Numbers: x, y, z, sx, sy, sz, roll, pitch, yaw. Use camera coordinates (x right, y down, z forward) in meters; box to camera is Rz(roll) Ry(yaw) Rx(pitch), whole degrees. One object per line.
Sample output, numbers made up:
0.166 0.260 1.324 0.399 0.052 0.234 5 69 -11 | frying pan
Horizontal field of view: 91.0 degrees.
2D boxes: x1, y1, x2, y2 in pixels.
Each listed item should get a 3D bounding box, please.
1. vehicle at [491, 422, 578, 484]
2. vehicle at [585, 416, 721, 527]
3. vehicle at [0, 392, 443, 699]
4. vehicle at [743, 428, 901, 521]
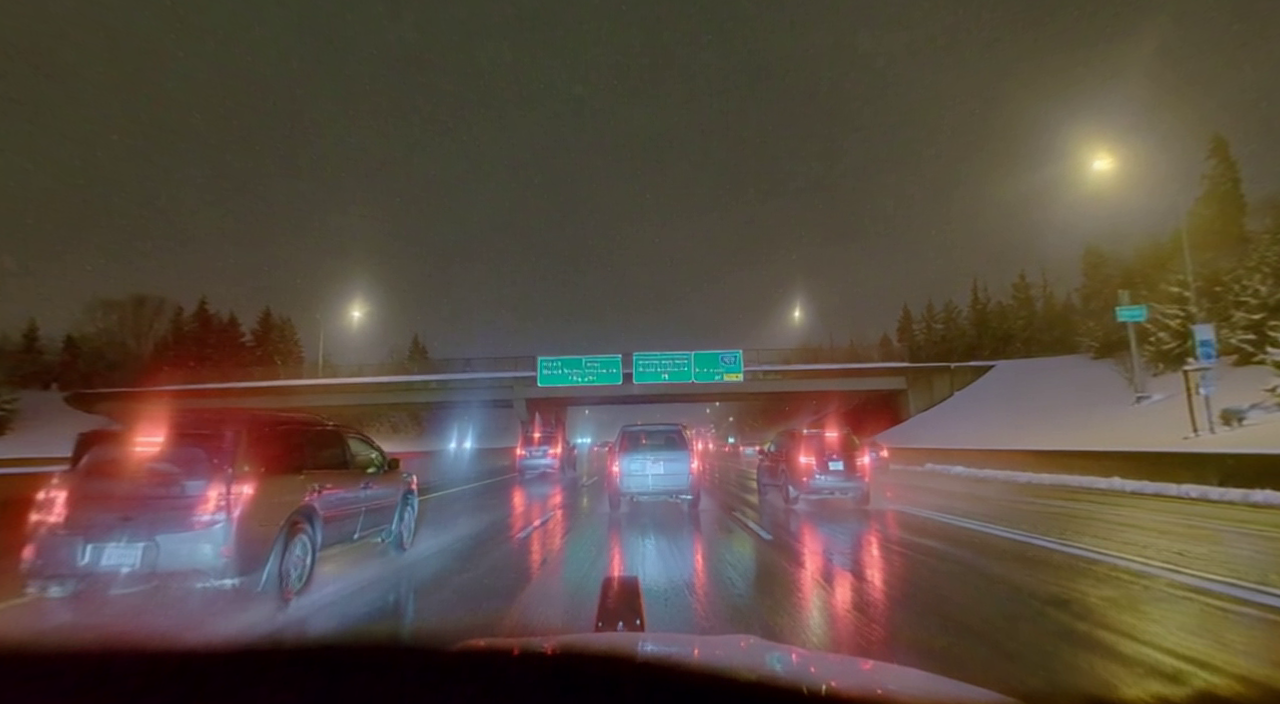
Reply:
-3.909 3.901 24.550 2.212 2.101 6.052 0 -9 1 | vehicle
0.228 2.235 12.259 2.181 1.756 4.167 0 -9 0 | vehicle
-3.618 1.356 5.727 2.014 1.579 4.761 0 -9 1 | vehicle
3.632 2.535 13.612 2.022 1.633 4.651 0 -9 0 | vehicle
